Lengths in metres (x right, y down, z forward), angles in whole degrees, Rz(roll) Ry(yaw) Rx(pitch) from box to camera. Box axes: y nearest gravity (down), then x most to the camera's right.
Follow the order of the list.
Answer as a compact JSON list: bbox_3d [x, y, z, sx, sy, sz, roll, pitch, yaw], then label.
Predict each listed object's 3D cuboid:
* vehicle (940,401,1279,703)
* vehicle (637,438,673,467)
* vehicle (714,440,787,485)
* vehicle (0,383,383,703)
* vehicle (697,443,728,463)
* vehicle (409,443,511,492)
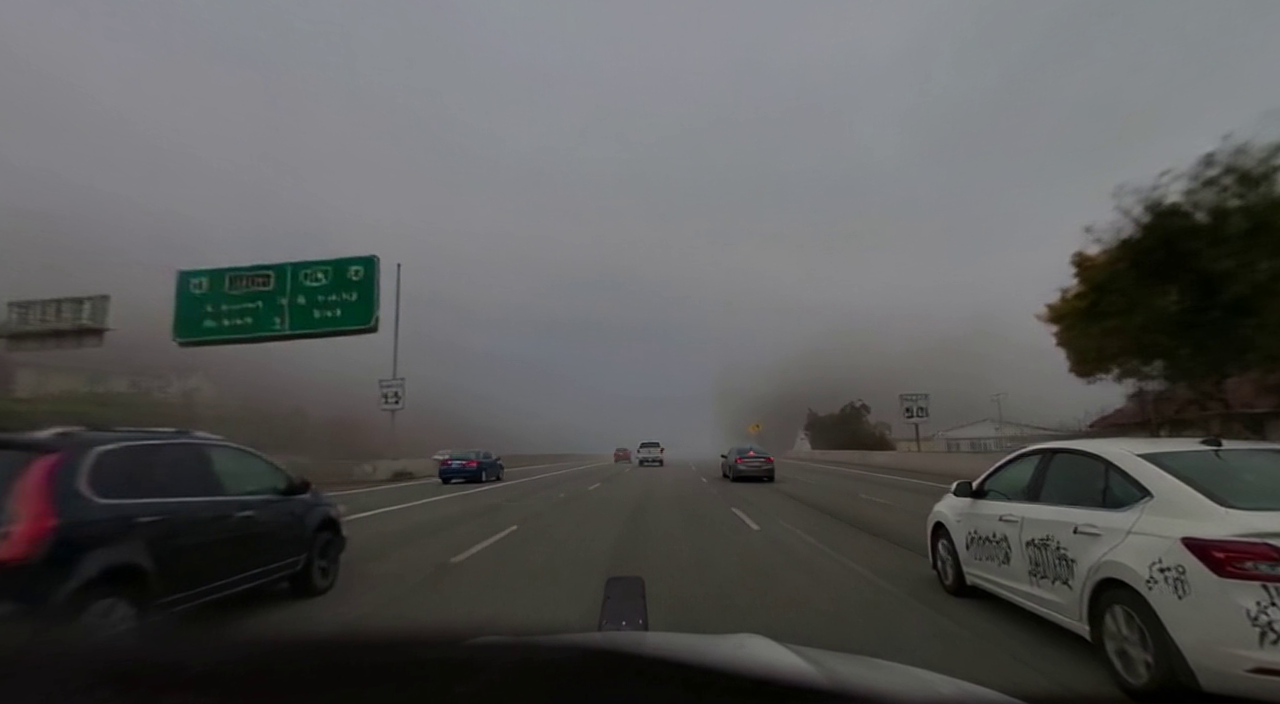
[{"bbox_3d":[3.700,1.101,3.595,1.912,1.509,4.291,0,-8,1],"label":"vehicle"},{"bbox_3d":[0.931,6.405,40.297,2.183,1.764,4.134,0,-8,1],"label":"vehicle"},{"bbox_3d":[3.830,3.888,22.484,1.854,1.438,3.954,0,-8,0],"label":"vehicle"},{"bbox_3d":[-3.681,1.155,4.154,2.136,1.571,4.285,0,-8,0],"label":"vehicle"},{"bbox_3d":[5.685,7.923,49.670,2.078,1.456,3.926,0,-8,2],"label":"vehicle"},{"bbox_3d":[-6.098,3.958,22.016,2.050,1.507,4.375,-1,-8,3],"label":"vehicle"}]
